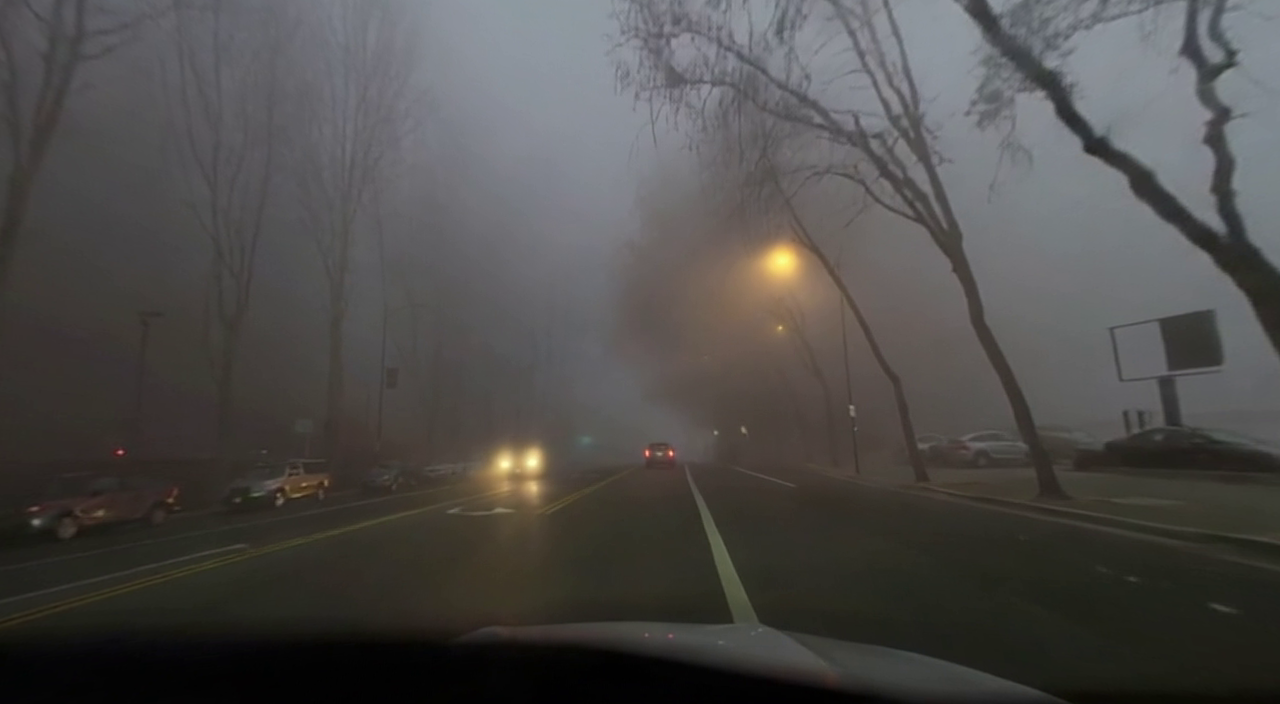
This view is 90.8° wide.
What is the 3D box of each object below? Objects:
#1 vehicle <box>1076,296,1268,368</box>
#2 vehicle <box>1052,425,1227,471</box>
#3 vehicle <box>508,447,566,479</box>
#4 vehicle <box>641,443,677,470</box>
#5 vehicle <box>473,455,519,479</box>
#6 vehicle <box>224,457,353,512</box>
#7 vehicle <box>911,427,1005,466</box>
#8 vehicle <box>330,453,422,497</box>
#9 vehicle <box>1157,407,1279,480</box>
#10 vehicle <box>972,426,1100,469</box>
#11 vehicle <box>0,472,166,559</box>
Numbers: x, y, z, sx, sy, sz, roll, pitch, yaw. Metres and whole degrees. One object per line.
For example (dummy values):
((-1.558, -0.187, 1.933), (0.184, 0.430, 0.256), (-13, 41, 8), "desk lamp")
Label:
((15.330, -0.539, 18.407), (3.766, 1.708, 1.810), (-1, -9, 4), "vehicle")
((16.182, 3.136, 20.703), (3.620, 1.412, 2.472), (-1, -8, 4), "vehicle")
((-5.245, 5.693, 32.693), (1.993, 1.463, 4.265), (-1, -8, 5), "vehicle")
((1.206, 6.207, 37.750), (2.051, 1.454, 4.132), (-1, -8, 3), "vehicle")
((-10.695, 8.552, 47.279), (2.079, 1.406, 4.609), (-4, -8, 4), "vehicle")
((-12.313, 4.620, 22.498), (1.997, 1.668, 4.084), (-1, -8, 4), "vehicle")
((15.793, 4.750, 31.560), (3.528, 1.431, 1.977), (-8, -11, 5), "vehicle")
((-11.907, 5.541, 28.874), (2.016, 1.627, 4.742), (-3, -8, 3), "vehicle")
((16.143, 2.086, 15.293), (5.029, 1.573, 2.050), (-7, -10, 15), "vehicle")
((16.217, 3.931, 26.057), (3.922, 1.420, 1.784), (-5, -9, 3), "vehicle")
((-12.764, 3.458, 13.899), (1.646, 1.462, 3.740), (0, -8, 2), "vehicle")
